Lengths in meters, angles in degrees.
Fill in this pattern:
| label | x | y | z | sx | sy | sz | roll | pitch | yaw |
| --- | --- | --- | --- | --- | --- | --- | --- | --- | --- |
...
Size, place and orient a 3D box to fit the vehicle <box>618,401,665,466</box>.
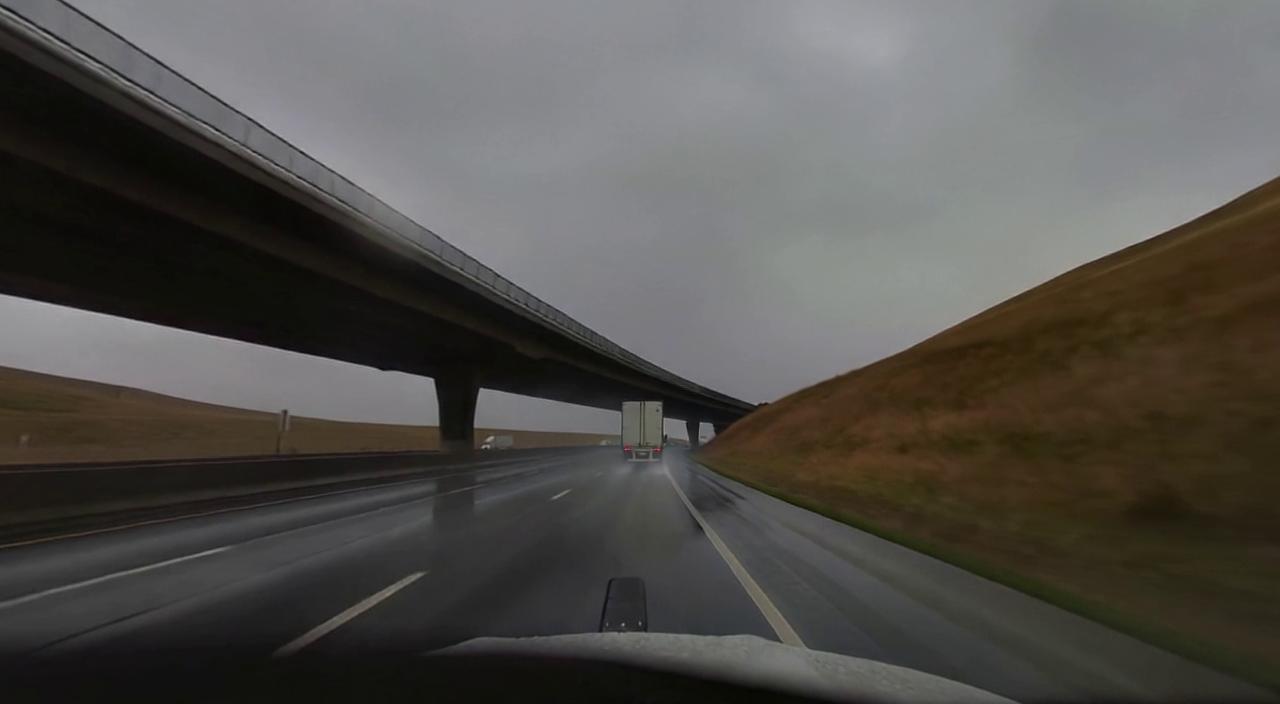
| label | x | y | z | sx | sy | sz | roll | pitch | yaw |
| --- | --- | --- | --- | --- | --- | --- | --- | --- | --- |
| vehicle | 0.049 | 5.879 | 44.830 | 2.866 | 4.014 | 11.261 | 0 | -8 | -1 |
